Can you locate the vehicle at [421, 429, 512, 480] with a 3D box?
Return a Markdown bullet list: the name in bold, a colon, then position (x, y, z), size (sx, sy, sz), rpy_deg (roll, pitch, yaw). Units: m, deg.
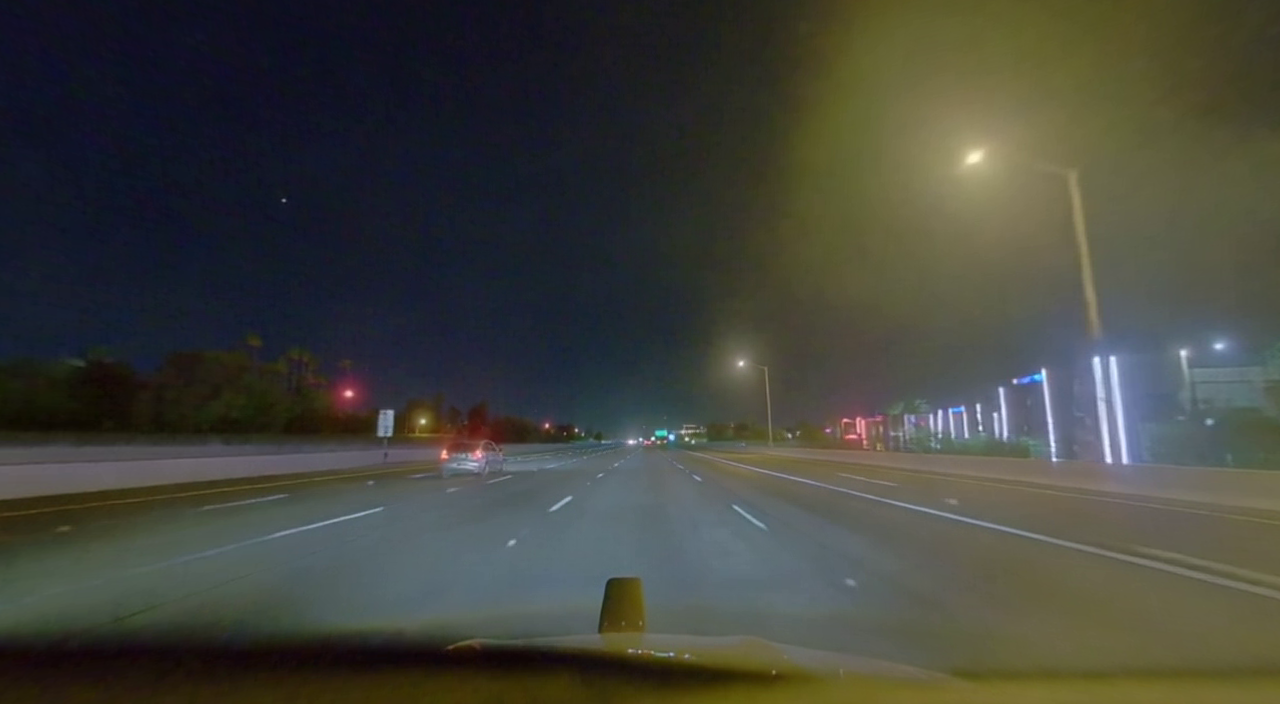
- **vehicle**: position (-6.707, 4.027, 25.021), size (2.145, 1.793, 4.762), rpy_deg (0, -8, 1)
